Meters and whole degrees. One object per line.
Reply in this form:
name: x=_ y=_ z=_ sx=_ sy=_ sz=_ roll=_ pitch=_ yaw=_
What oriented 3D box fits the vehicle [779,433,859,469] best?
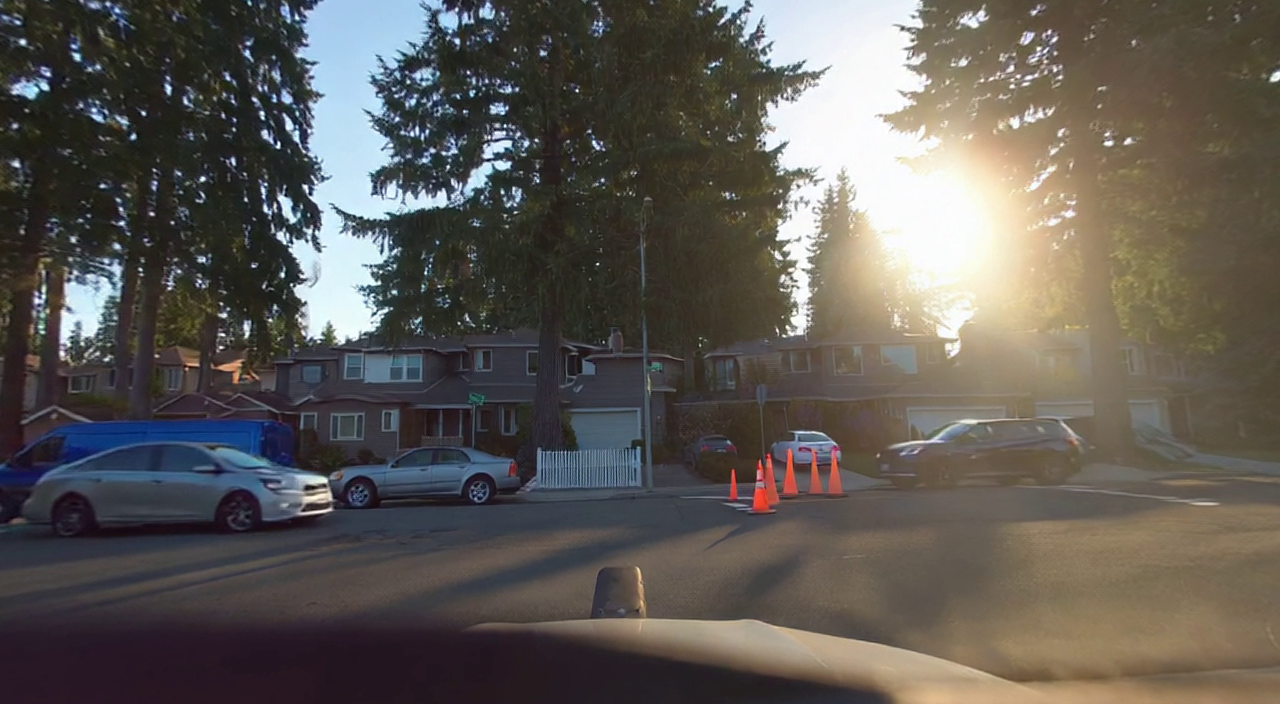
vehicle: x=8.060 y=4.517 z=28.922 sx=1.893 sy=1.529 sz=4.422 roll=1 pitch=-9 yaw=-7

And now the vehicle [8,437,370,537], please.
vehicle: x=-7.565 y=2.286 z=11.058 sx=4.684 sy=1.556 sz=2.087 roll=0 pitch=-8 yaw=-1

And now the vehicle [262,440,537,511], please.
vehicle: x=-6.398 y=3.406 z=17.853 sx=6.643 sy=1.777 sz=2.925 roll=1 pitch=-9 yaw=-5

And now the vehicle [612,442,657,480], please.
vehicle: x=-0.304 y=4.775 z=27.928 sx=1.648 sy=1.430 sz=3.654 roll=4 pitch=-9 yaw=-4

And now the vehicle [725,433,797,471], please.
vehicle: x=5.337 y=4.483 z=28.485 sx=2.007 sy=1.555 sz=4.204 roll=1 pitch=-9 yaw=-7

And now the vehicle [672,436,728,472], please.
vehicle: x=2.598 y=4.564 z=28.387 sx=1.745 sy=1.461 sz=4.074 roll=1 pitch=-9 yaw=-5

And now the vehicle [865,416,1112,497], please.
vehicle: x=8.620 y=2.610 z=15.955 sx=5.047 sy=1.851 sz=2.103 roll=1 pitch=-9 yaw=-5
